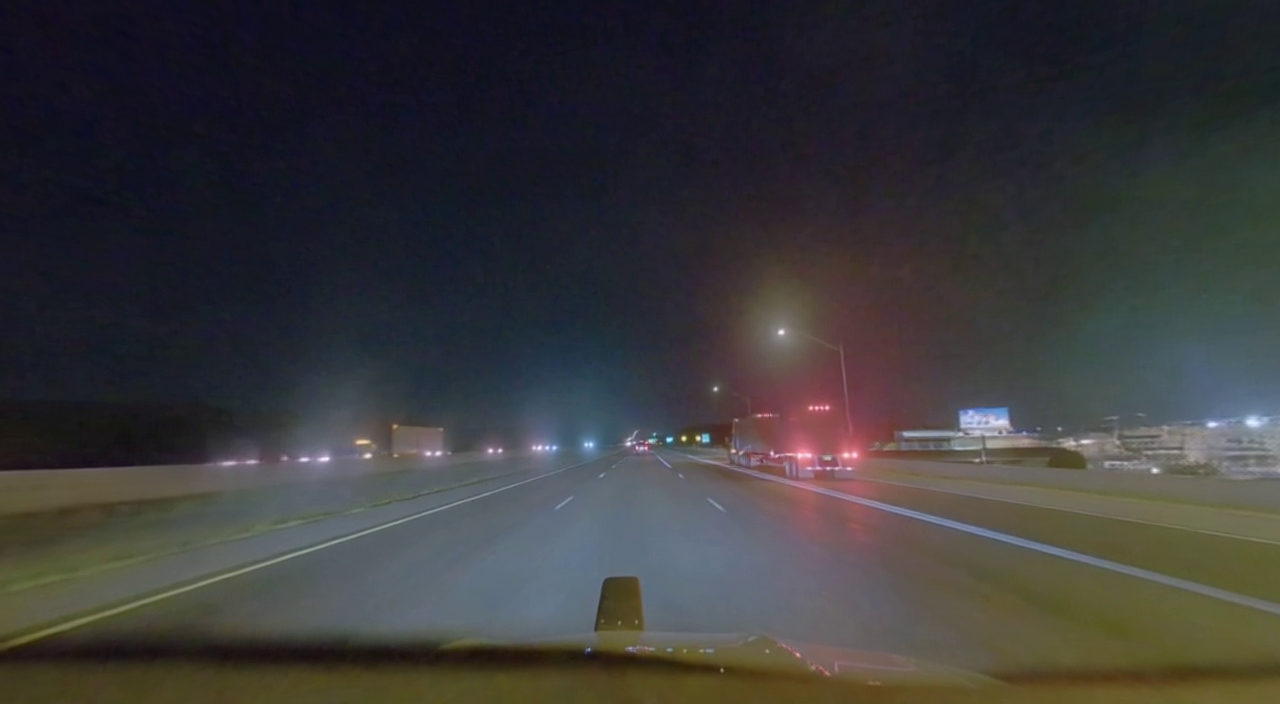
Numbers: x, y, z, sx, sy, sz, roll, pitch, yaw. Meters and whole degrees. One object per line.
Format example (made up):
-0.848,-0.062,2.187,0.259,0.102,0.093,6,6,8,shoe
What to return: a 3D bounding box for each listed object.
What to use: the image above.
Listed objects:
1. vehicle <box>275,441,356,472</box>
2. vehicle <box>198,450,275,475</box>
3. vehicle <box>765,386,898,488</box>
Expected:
-21.700,6.985,42.561,2.260,1.879,5.773,0,-8,1,vehicle
-25.597,7.012,40.275,1.857,1.478,4.545,0,-8,1,vehicle
6.845,3.264,24.044,2.793,3.204,7.997,0,-8,2,vehicle
